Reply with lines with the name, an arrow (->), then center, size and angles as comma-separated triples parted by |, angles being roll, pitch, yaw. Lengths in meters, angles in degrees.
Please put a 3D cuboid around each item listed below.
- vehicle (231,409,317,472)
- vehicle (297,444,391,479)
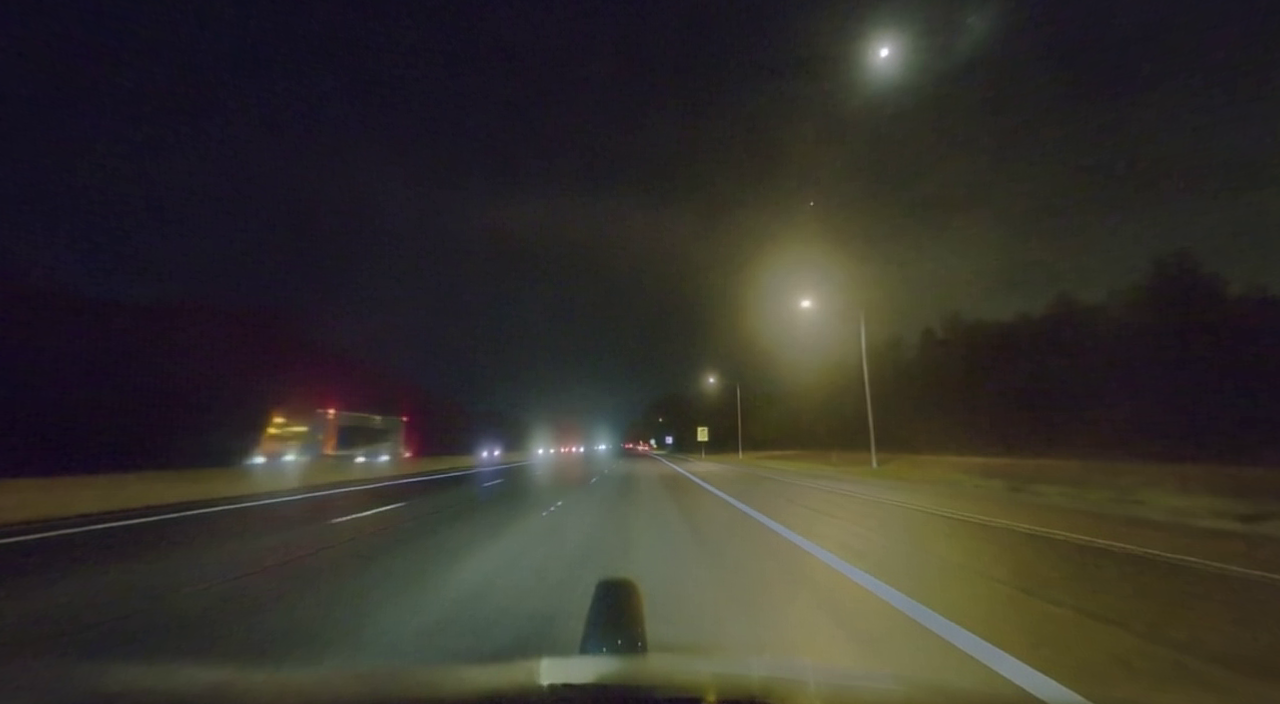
vehicle -> -22.631, 5.524, 39.200 | 3.182, 3.718, 3.135 | 0, -9, 0
vehicle -> -14.674, 5.450, 31.677 | 2.157, 1.578, 5.139 | 0, -9, 1
